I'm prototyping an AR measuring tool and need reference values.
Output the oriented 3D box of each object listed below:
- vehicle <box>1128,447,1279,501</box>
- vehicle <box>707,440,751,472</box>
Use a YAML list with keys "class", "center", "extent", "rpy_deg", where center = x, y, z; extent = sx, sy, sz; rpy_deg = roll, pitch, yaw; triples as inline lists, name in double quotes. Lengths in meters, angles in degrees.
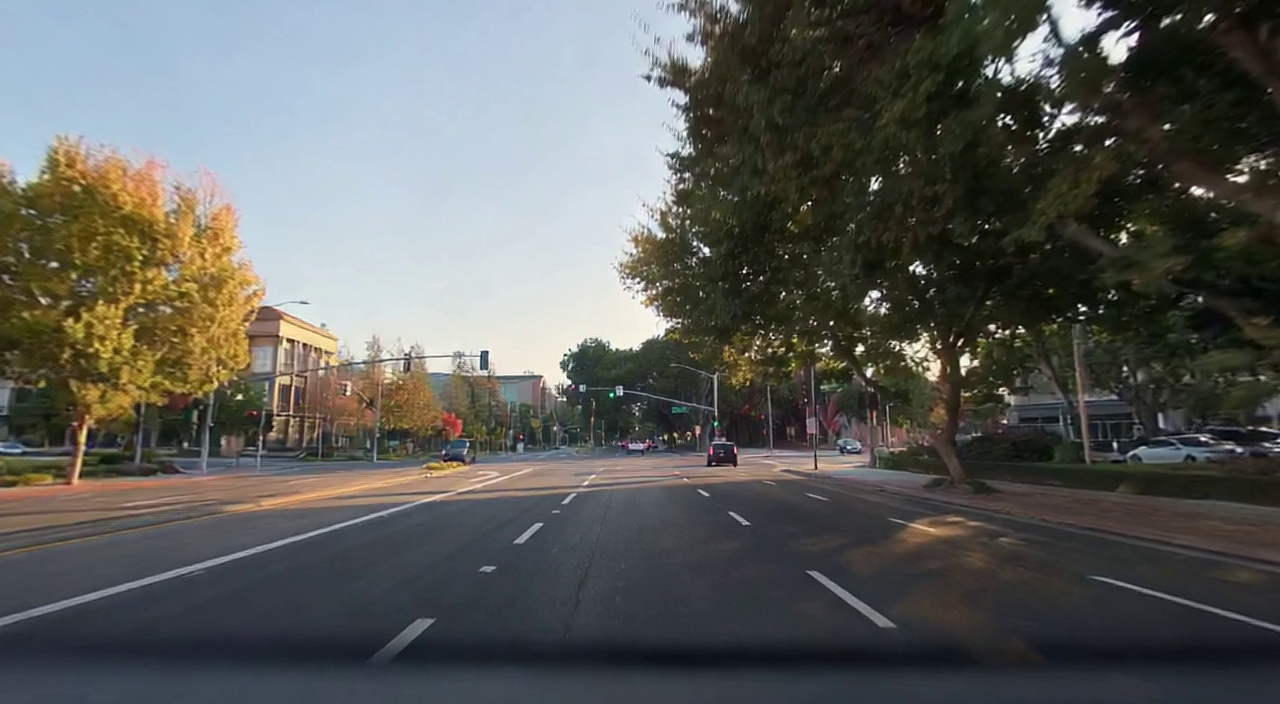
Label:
- class: "vehicle"
  center: [16.332, 3.411, 17.940]
  extent: [3.631, 1.372, 1.825]
  rpy_deg: [-8, -12, 43]
- class: "vehicle"
  center: [5.127, 5.952, 36.519]
  extent: [2.289, 1.503, 4.595]
  rpy_deg: [3, -7, 8]
